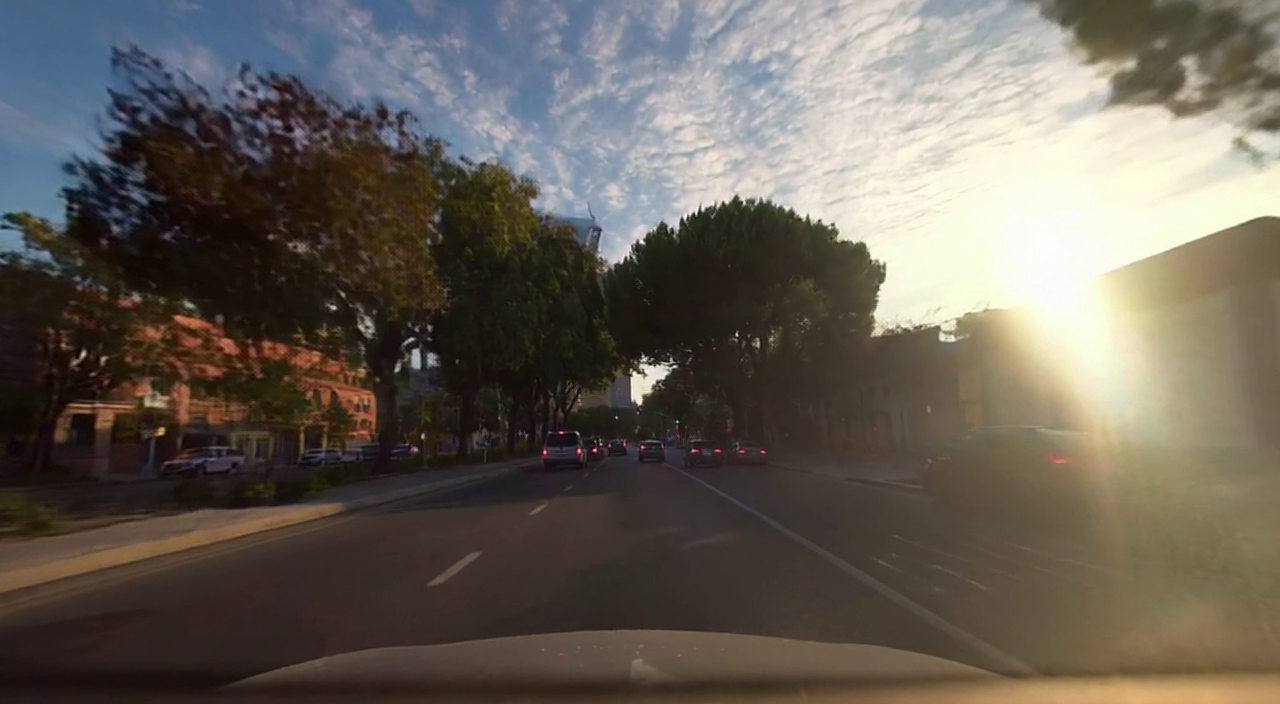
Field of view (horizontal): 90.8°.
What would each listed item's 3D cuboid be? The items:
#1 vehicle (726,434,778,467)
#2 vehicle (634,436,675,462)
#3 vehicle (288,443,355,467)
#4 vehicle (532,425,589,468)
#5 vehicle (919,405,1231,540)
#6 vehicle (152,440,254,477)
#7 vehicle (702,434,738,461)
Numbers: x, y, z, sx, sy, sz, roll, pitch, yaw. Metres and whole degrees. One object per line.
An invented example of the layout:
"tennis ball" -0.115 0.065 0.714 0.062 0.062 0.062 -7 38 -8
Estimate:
"vehicle" 6.314 5.619 36.071 2.164 1.727 3.955 0 -8 -1
"vehicle" 0.876 6.233 40.673 2.201 1.589 3.843 0 -8 -5
"vehicle" -22.460 7.286 44.758 2.111 1.554 5.163 0 -8 -1
"vehicle" -3.842 4.715 31.479 2.223 1.957 4.845 0 -8 0
"vehicle" 6.984 1.981 10.948 2.216 1.847 4.321 0 -8 -1
"vehicle" -22.284 5.427 32.492 1.996 1.767 4.613 0 -8 -1
"vehicle" 5.921 7.157 47.460 1.997 1.943 4.409 0 -8 -1
